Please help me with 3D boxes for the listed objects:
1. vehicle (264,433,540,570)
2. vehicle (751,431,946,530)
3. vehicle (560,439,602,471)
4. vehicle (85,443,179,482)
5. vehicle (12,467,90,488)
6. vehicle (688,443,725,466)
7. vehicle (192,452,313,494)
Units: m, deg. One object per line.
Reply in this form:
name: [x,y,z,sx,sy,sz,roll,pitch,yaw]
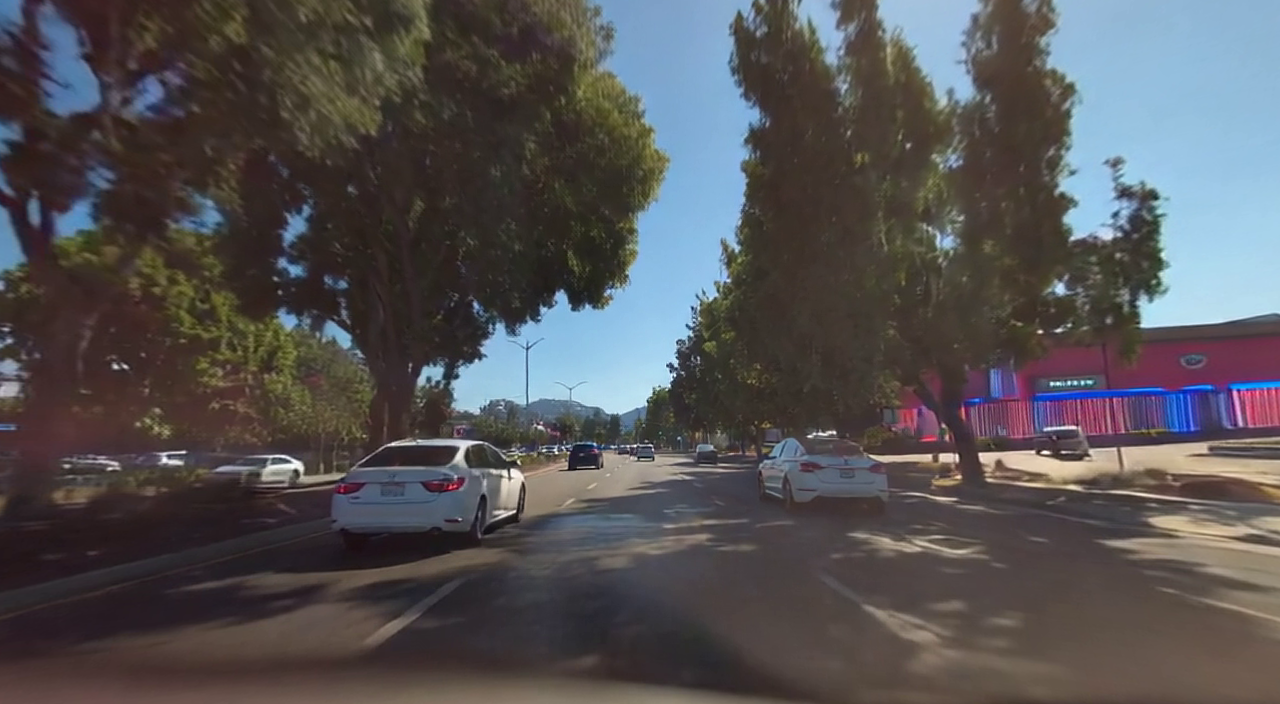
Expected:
vehicle: [-2.976,1.988,9.337,2.082,1.460,4.922,0,-8,1]
vehicle: [3.594,2.310,11.984,2.036,1.480,4.659,0,-8,-1]
vehicle: [-3.349,5.971,36.755,1.981,1.731,4.360,0,-8,1]
vehicle: [-39.776,8.647,49.479,5.275,2.878,2.410,-2,-8,2]
vehicle: [-46.058,9.801,49.316,4.359,1.456,1.744,-1,-9,2]
vehicle: [4.466,6.985,43.128,1.996,1.443,4.270,0,-8,-1]
vehicle: [-15.329,4.789,25.317,1.858,1.468,4.666,0,-8,1]
